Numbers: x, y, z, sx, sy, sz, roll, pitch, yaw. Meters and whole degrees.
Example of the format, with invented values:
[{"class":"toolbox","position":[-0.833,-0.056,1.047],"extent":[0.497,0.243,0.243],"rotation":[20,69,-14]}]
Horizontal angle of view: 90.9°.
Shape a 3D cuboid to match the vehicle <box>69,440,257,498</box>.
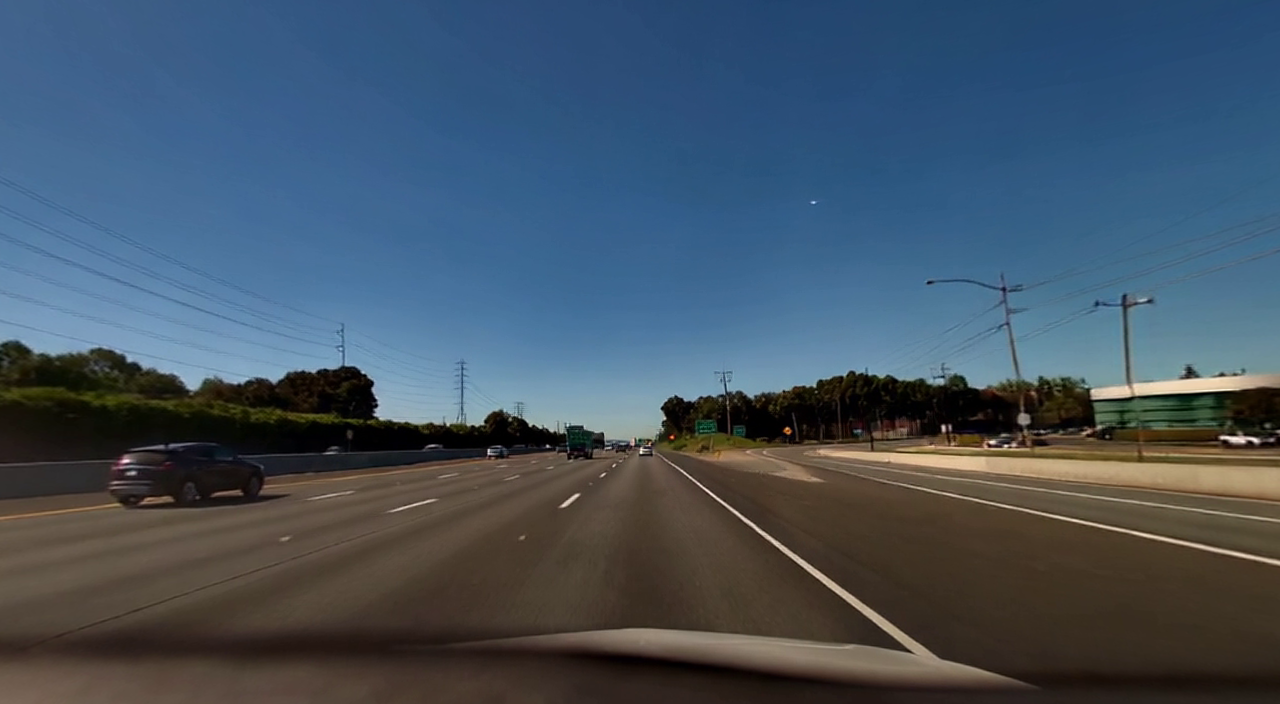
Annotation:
[{"class":"vehicle","position":[-13.670,3.344,18.509],"extent":[1.988,1.477,4.442],"rotation":[0,-8,1]}]
